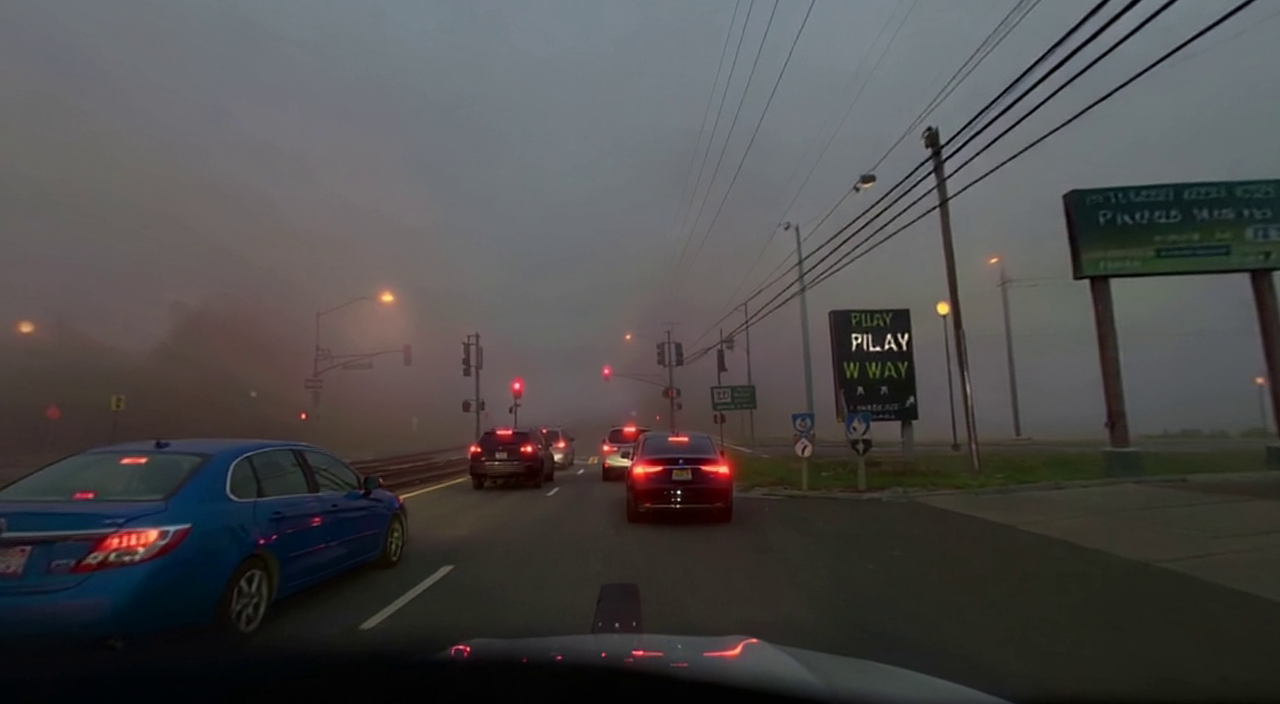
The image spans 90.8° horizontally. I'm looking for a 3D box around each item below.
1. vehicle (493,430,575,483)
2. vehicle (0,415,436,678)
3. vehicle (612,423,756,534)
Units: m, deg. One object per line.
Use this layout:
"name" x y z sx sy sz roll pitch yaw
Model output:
"vehicle" -3.267 3.335 20.339 1.984 1.505 4.047 0 -8 -1
"vehicle" -3.632 1.440 5.918 1.956 1.468 4.585 0 -8 -1
"vehicle" 0.531 2.057 10.854 1.998 1.529 3.960 0 -9 -3
